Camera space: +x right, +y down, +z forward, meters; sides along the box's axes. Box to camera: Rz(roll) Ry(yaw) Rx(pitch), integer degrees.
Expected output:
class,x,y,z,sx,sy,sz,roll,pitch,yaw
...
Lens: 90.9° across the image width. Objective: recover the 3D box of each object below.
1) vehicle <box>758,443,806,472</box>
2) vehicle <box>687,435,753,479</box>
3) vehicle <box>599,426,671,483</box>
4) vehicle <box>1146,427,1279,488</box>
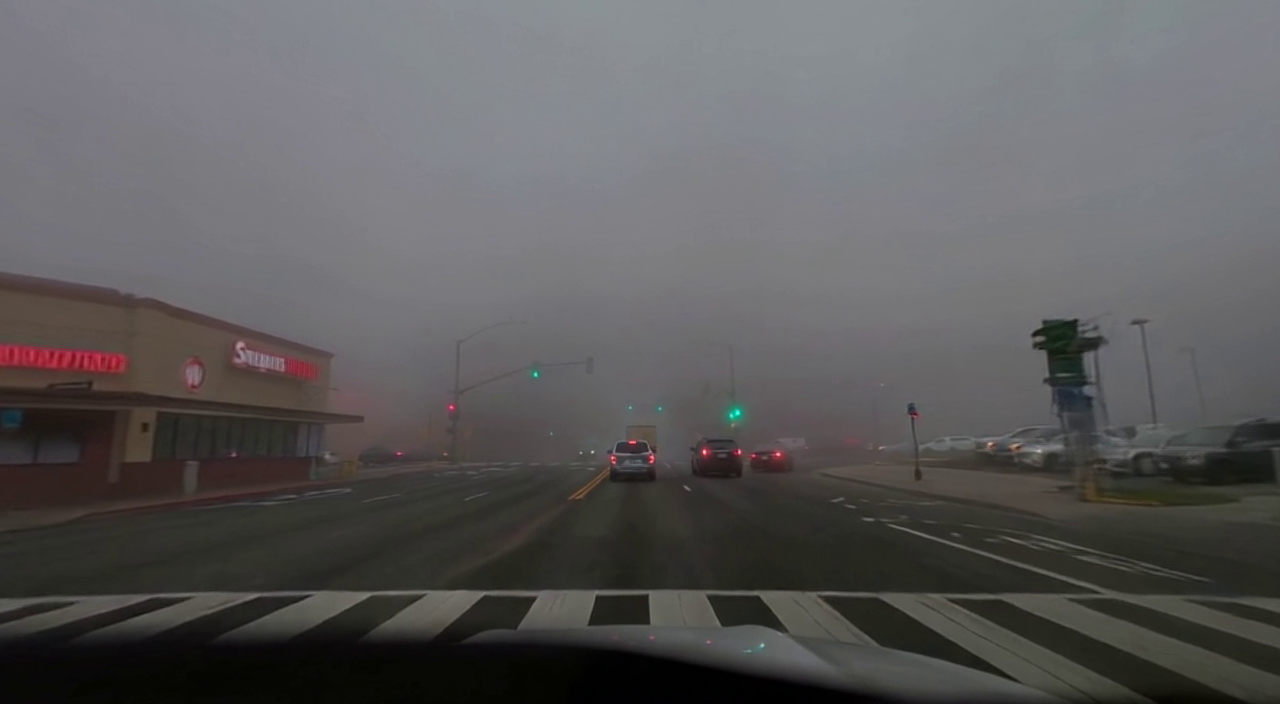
class,x,y,z,sx,sy,sz,roll,pitch,yaw
vehicle,7.437,5.539,33.413,2.002,1.427,4.436,-1,-8,7
vehicle,3.453,4.659,28.204,2.276,1.787,4.630,0,-8,-1
vehicle,-0.188,4.167,25.883,2.638,2.065,5.313,0,-8,0
vehicle,16.567,2.868,17.294,3.880,1.538,1.862,1,-8,-8
